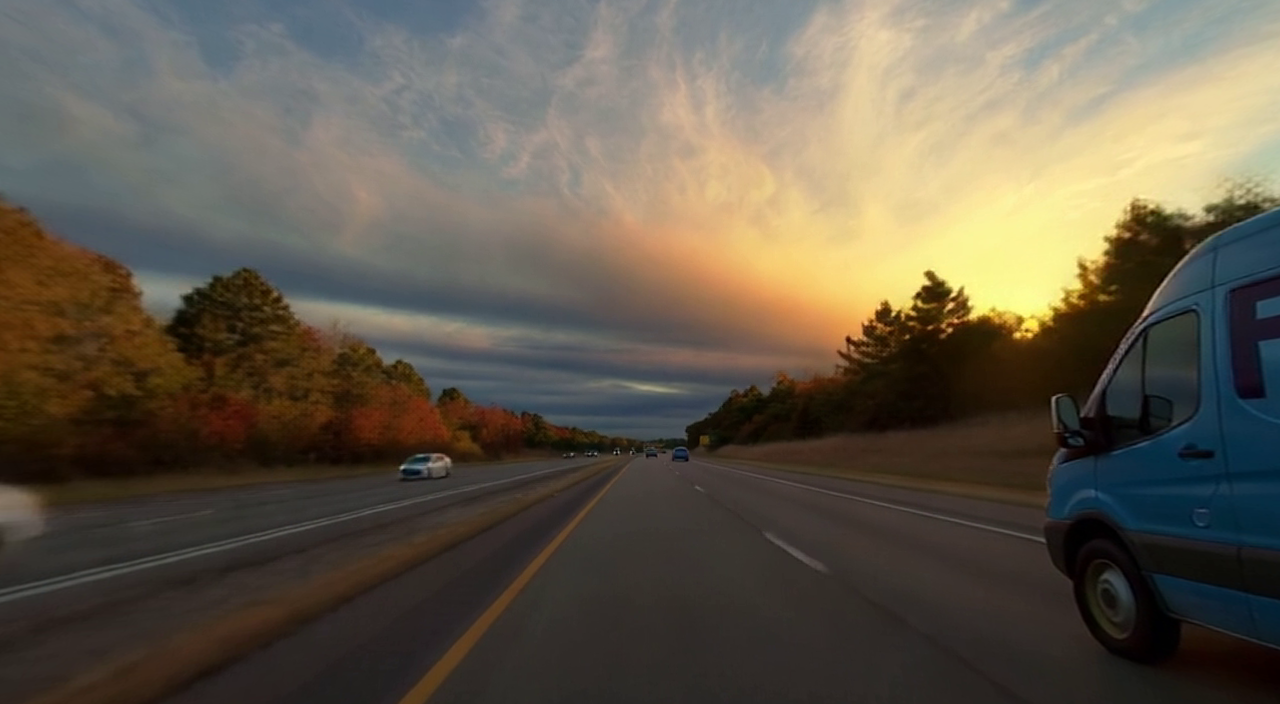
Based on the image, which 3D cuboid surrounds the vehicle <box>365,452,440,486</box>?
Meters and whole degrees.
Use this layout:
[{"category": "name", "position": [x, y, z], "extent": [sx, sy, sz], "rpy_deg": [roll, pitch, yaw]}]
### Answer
[{"category": "vehicle", "position": [-11.894, 5.867, 31.929], "extent": [2.025, 1.508, 4.658], "rpy_deg": [0, -9, 0]}]

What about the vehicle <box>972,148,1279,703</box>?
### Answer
[{"category": "vehicle", "position": [3.924, 0.314, 1.788], "extent": [2.522, 2.556, 6.180], "rpy_deg": [0, -9, 0]}]
